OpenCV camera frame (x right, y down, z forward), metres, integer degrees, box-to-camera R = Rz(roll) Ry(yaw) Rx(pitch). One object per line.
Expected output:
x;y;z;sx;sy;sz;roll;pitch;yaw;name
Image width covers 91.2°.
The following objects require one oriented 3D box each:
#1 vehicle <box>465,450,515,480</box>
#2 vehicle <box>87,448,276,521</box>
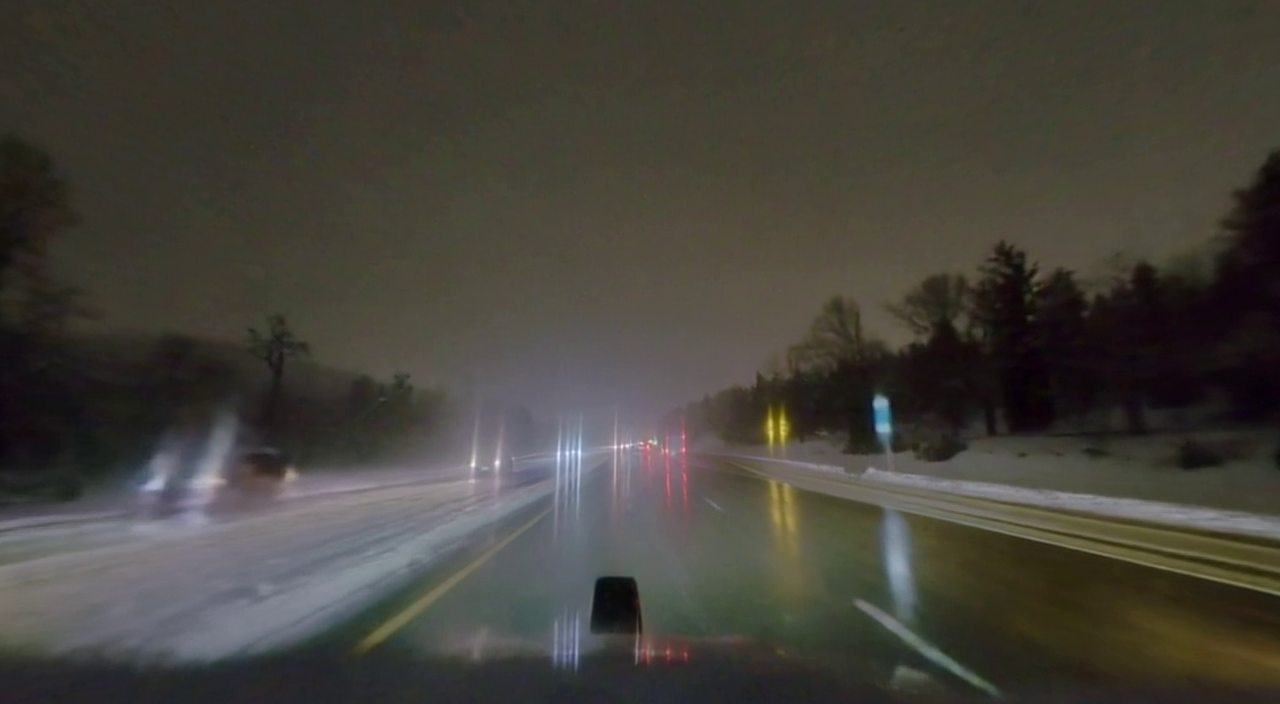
-8.656;6.528;36.511;1.961;1.587;4.391;0;-9;-2;vehicle
-13.180;3.777;18.522;2.110;1.813;4.799;0;-9;-3;vehicle
